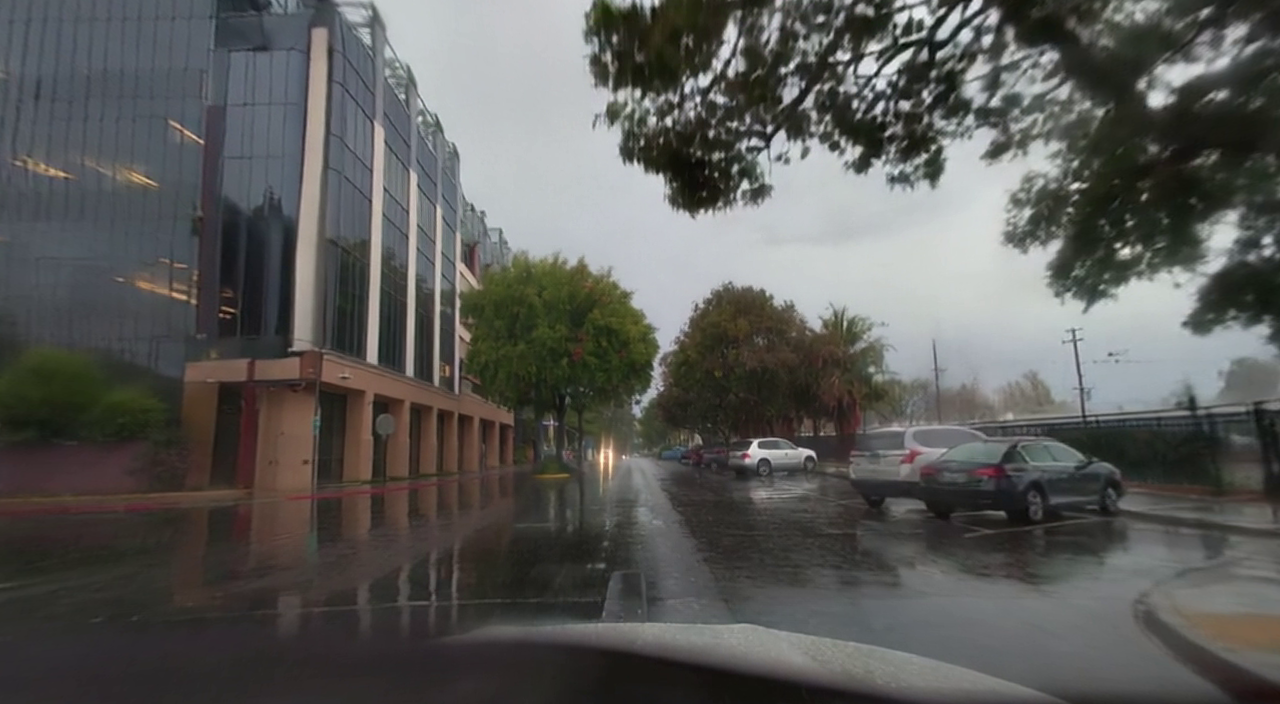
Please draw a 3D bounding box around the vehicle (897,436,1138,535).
[{"bbox_3d":[6.993,2.330,11.620,4.402,1.474,1.957,6,-10,-32],"label":"vehicle"}]

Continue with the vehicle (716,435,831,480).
[{"bbox_3d":[6.424,5.001,30.292,5.061,1.829,2.274,2,-9,-29],"label":"vehicle"}]
